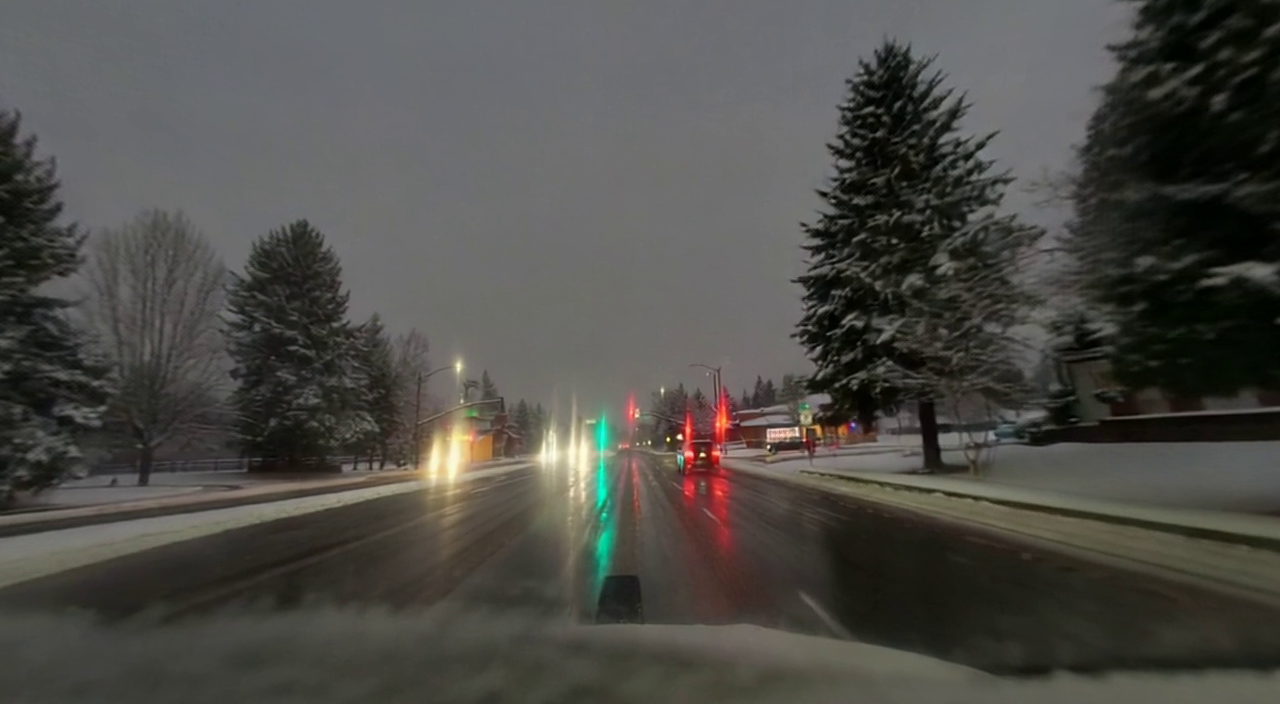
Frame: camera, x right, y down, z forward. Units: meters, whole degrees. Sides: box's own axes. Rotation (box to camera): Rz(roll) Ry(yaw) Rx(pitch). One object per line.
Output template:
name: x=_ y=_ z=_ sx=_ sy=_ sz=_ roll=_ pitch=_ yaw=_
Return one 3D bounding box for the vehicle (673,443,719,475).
vehicle: x=2.951 y=5.696 z=33.929 sx=1.961 sy=1.580 sz=4.020 roll=0 pitch=-9 yaw=-2
